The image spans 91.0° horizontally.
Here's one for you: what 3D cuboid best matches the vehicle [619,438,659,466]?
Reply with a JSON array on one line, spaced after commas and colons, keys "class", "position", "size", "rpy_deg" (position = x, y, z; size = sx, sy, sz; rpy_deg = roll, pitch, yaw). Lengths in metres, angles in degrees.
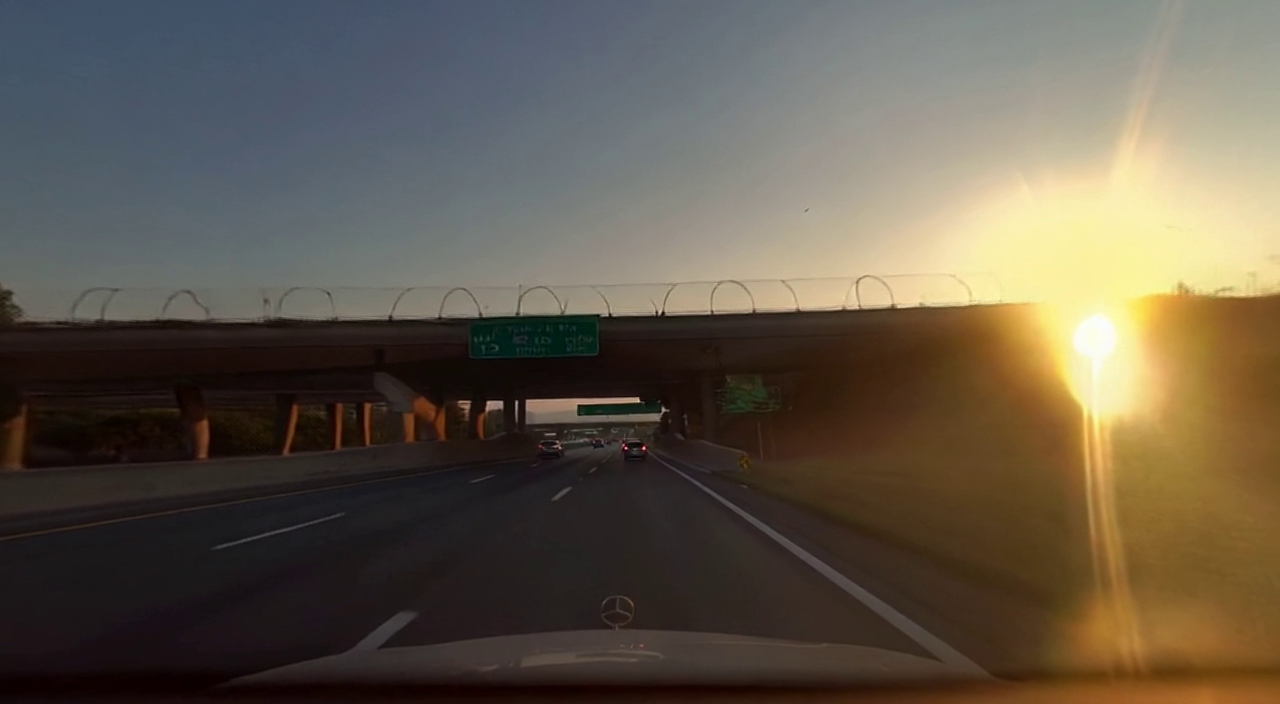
[{"class": "vehicle", "position": [-0.086, 5.550, 35.143], "size": [2.072, 1.440, 3.690], "rpy_deg": [0, -8, -1]}]
